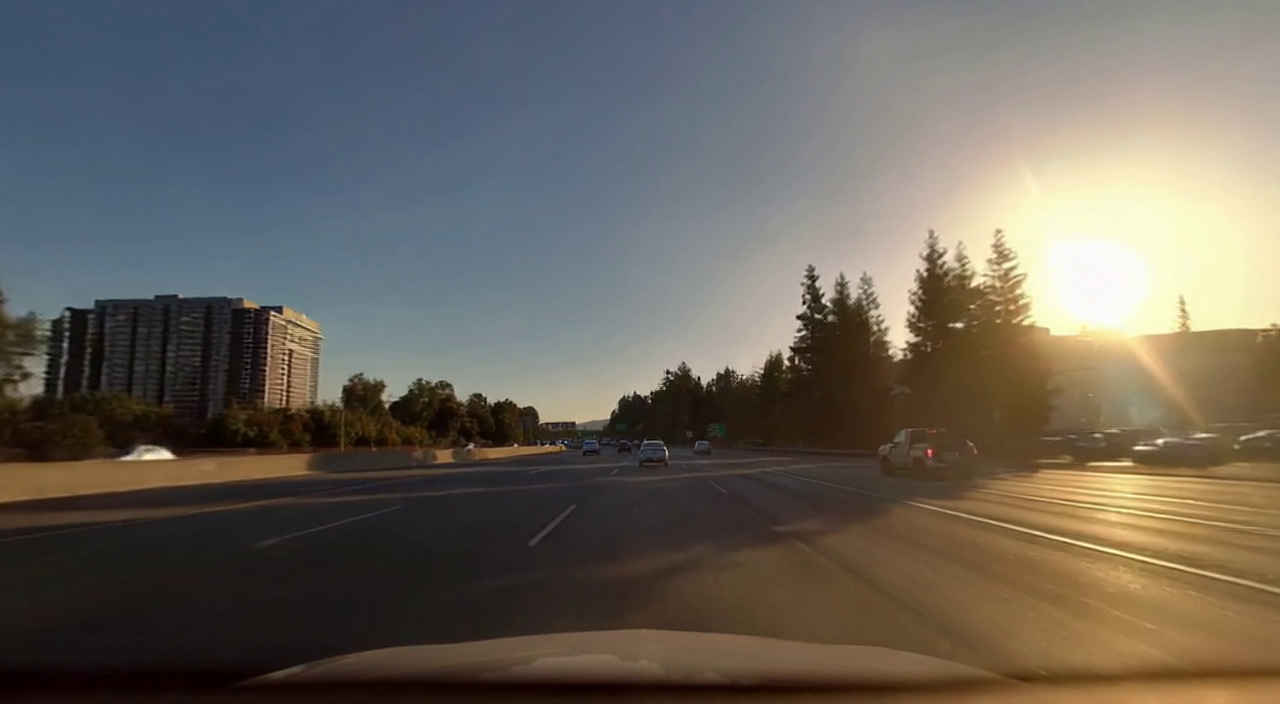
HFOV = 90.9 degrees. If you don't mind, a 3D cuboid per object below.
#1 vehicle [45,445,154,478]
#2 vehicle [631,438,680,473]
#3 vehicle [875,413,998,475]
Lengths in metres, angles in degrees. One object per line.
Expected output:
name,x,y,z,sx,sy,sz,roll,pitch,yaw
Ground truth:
vehicle,-32.266,6.525,37.871,2.002,1.777,5.022,0,-8,1
vehicle,0.664,4.734,29.135,2.112,1.482,4.082,0,-8,0
vehicle,12.950,4.095,28.193,2.336,2.415,6.056,0,-8,-2
